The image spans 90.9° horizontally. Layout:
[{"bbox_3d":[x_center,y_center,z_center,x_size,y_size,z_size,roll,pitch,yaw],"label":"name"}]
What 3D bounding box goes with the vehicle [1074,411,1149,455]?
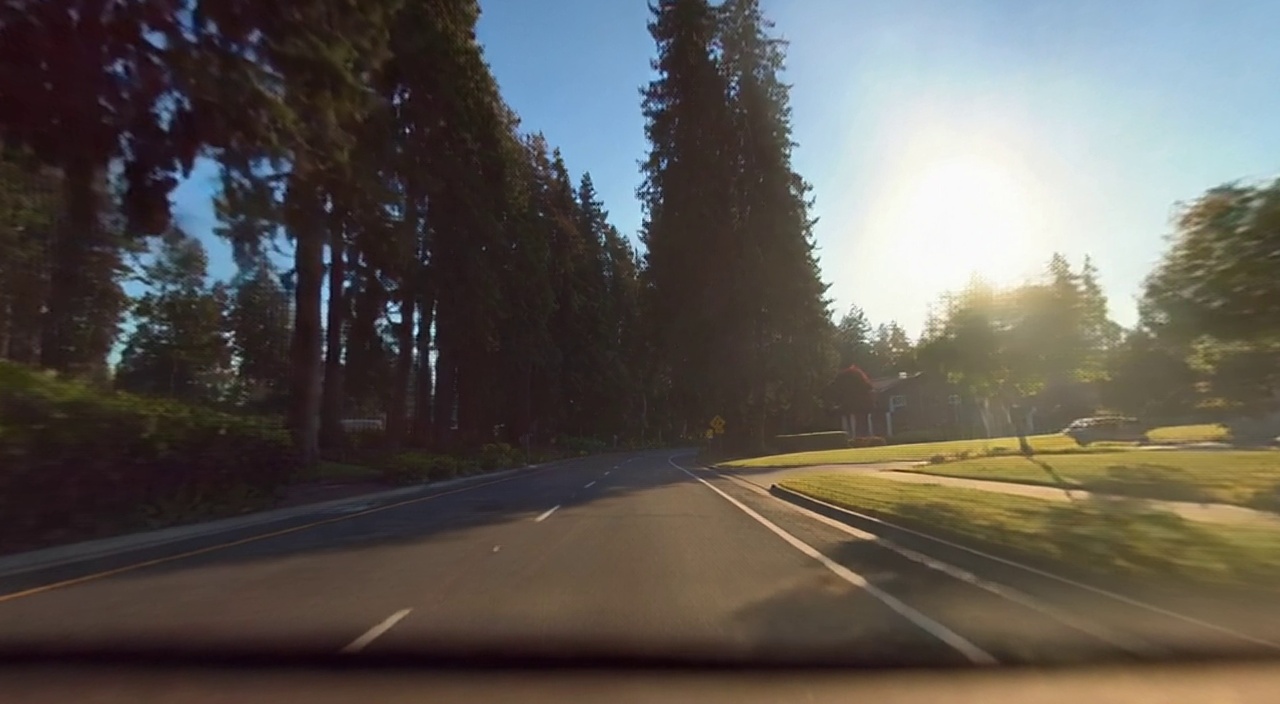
[{"bbox_3d":[21.858,3.803,29.399,1.889,1.853,4.207,-4,-9,25],"label":"vehicle"}]
